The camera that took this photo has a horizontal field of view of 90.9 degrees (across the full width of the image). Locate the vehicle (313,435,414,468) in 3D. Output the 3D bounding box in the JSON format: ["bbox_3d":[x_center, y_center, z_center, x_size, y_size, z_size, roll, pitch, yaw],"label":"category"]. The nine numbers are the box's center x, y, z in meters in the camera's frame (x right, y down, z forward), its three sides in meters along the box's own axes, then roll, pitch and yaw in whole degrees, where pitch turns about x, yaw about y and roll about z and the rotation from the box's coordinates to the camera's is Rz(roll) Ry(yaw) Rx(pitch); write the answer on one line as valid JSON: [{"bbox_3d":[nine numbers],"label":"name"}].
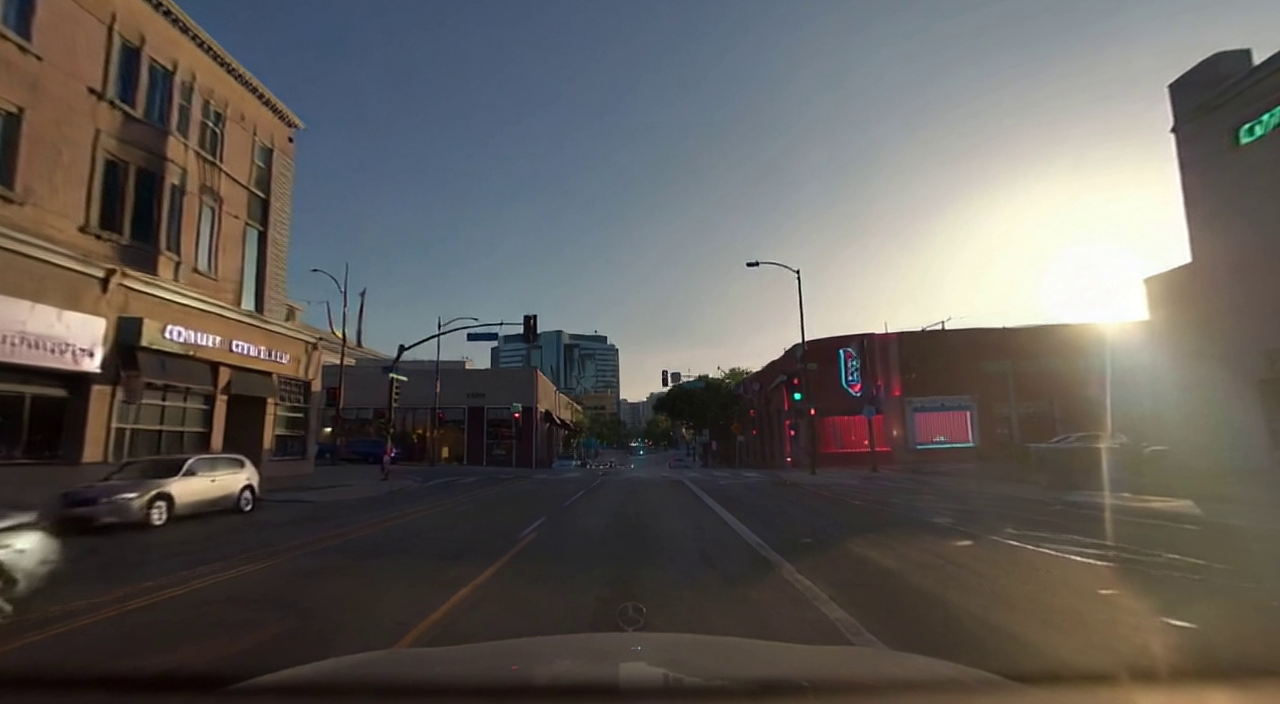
[{"bbox_3d":[-17.515,6.298,40.045,5.376,1.994,2.196,-1,-8,8],"label":"vehicle"}]

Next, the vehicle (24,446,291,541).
[{"bbox_3d":[-9.287,2.691,12.785,1.908,1.529,4.522,0,-8,-1],"label":"vehicle"}]
